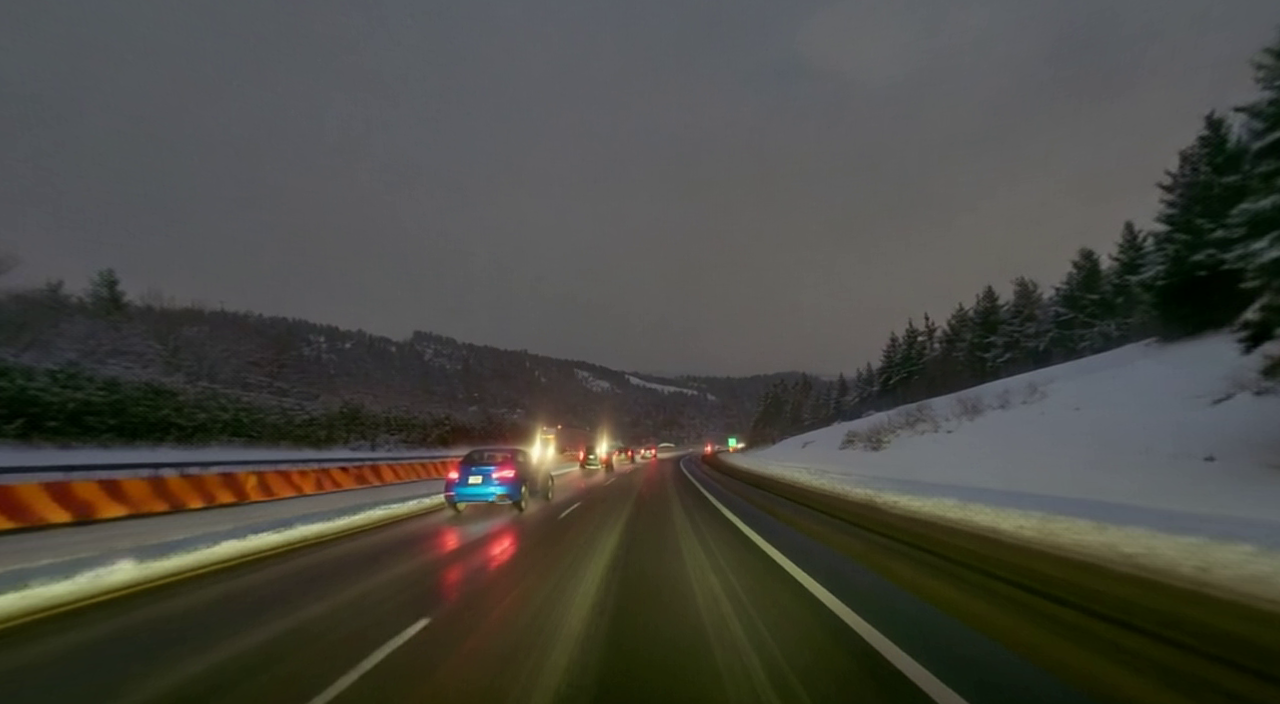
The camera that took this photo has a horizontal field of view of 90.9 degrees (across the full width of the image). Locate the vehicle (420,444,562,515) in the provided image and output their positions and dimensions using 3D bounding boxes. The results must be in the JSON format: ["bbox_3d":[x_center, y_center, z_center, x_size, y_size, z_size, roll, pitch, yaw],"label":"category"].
[{"bbox_3d":[-3.075,2.737,13.974,2.061,1.330,3.928,0,-9,2],"label":"vehicle"}]

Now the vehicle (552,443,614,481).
[{"bbox_3d":[-2.319,4.669,26.958,2.094,1.480,4.124,0,-9,3],"label":"vehicle"}]
